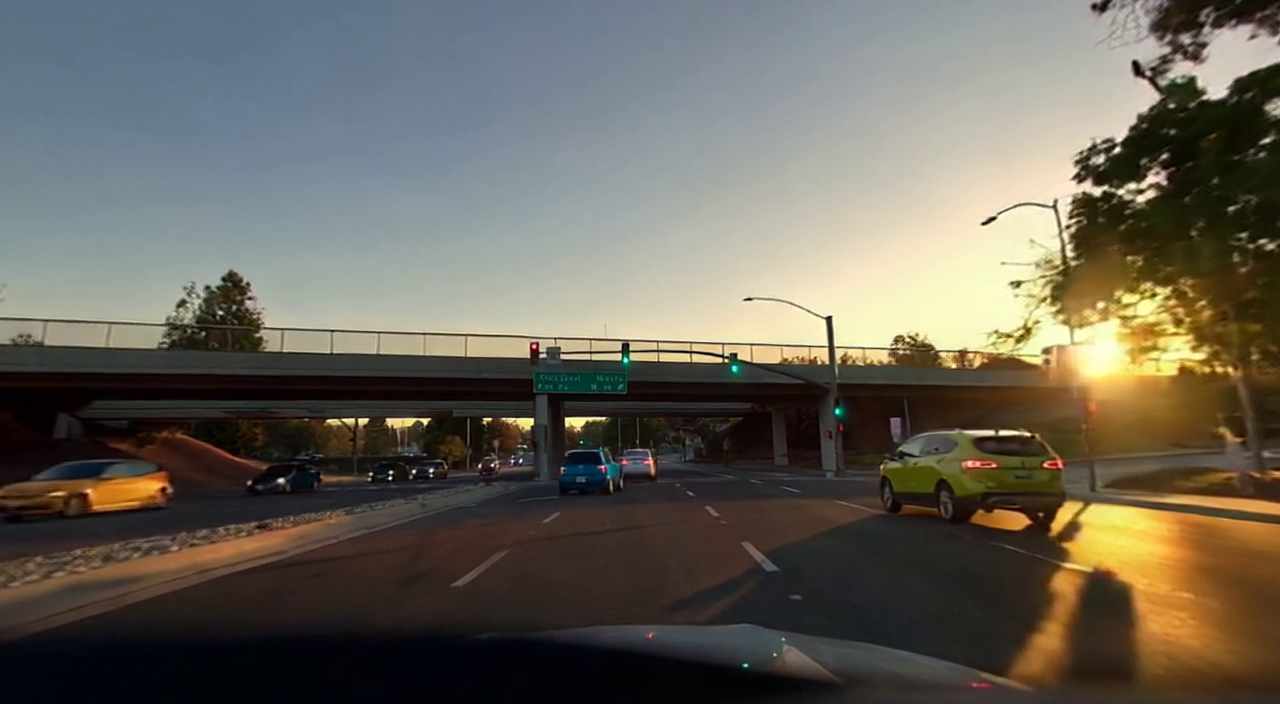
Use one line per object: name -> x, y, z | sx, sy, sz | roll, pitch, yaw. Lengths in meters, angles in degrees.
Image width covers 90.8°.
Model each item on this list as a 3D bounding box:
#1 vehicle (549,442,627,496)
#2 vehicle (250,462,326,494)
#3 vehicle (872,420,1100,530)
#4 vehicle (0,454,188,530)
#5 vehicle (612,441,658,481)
vehicle -> -1.819, 4.296, 23.689 | 2.060, 1.768, 4.681 | -1, -8, 6
vehicle -> -19.570, 6.993, 35.349 | 1.857, 1.534, 4.221 | 0, -8, -1
vehicle -> 6.513, 2.349, 12.638 | 2.074, 1.785, 4.320 | 0, -8, 0
vehicle -> -15.863, 3.937, 18.348 | 2.007, 1.730, 4.774 | -3, -8, -1
vehicle -> -0.174, 5.875, 34.397 | 2.342, 2.026, 4.642 | -1, -8, 2
